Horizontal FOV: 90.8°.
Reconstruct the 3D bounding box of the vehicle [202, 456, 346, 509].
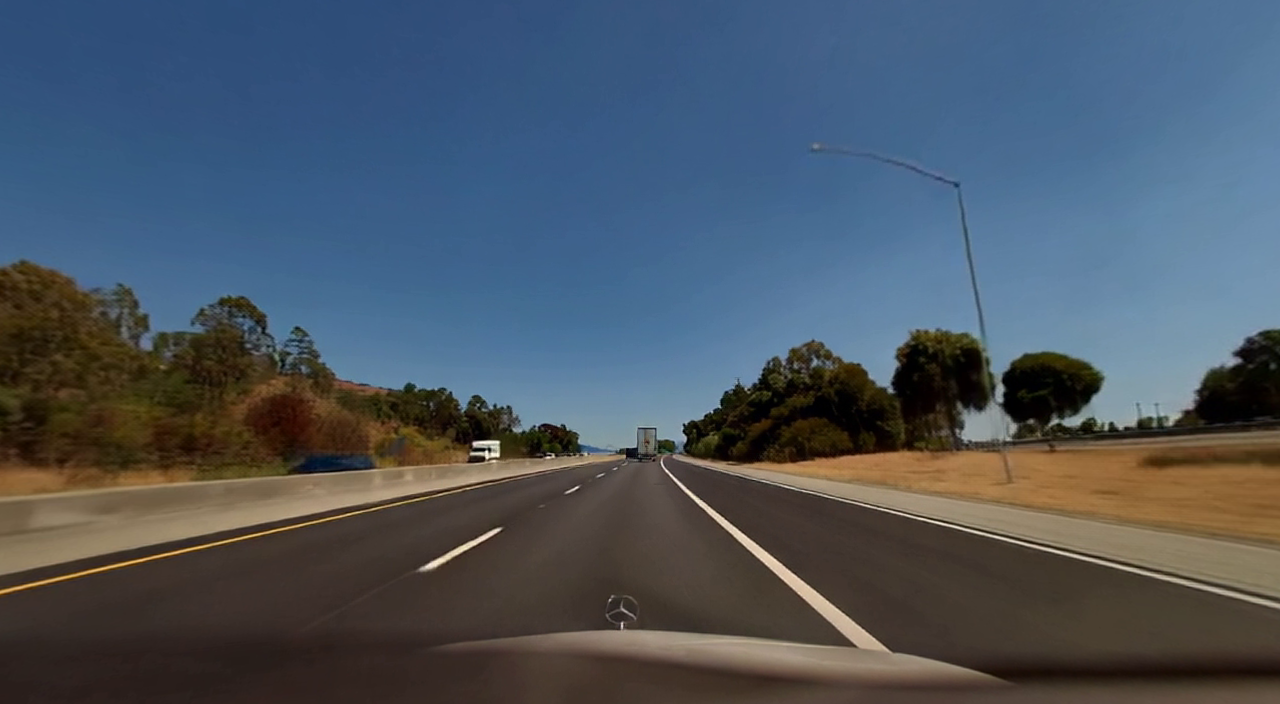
[{"bbox_3d":[-12.524,4.463,22.088,2.030,1.583,4.991,0,-9,0],"label":"vehicle"}]
